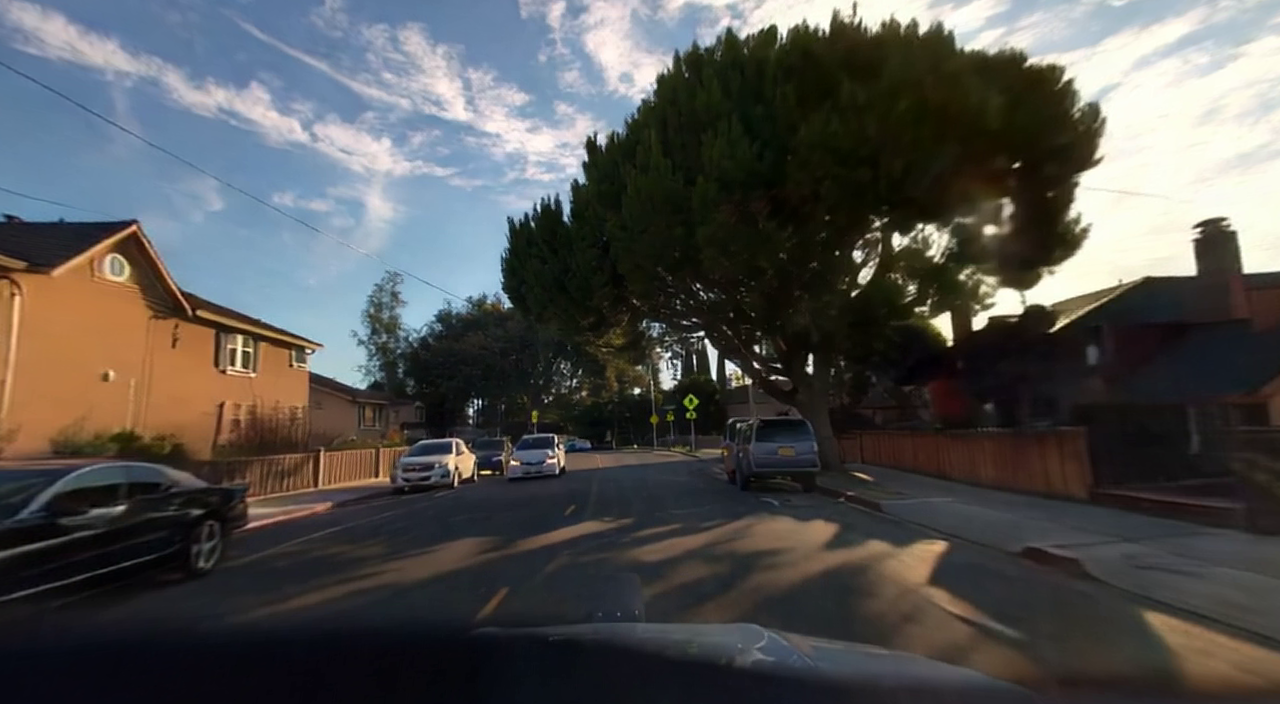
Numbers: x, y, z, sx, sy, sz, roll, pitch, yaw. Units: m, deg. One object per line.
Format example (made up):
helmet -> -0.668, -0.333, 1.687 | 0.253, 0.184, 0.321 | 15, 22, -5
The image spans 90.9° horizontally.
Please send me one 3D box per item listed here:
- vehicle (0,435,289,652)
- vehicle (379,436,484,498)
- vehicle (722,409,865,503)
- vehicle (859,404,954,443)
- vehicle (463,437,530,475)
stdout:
vehicle -> -5.621, 1.524, 5.651 | 1.972, 1.502, 5.530 | 1, -7, -3
vehicle -> -5.907, 3.250, 18.337 | 1.842, 1.540, 3.704 | -2, -7, -1
vehicle -> 3.096, 2.201, 13.782 | 1.997, 1.663, 4.544 | -2, -8, 1
vehicle -> 13.390, 3.677, 31.827 | 4.184, 1.817, 2.026 | -4, -9, 22
vehicle -> -6.086, 4.434, 27.173 | 1.919, 1.464, 4.155 | 1, -8, -1
